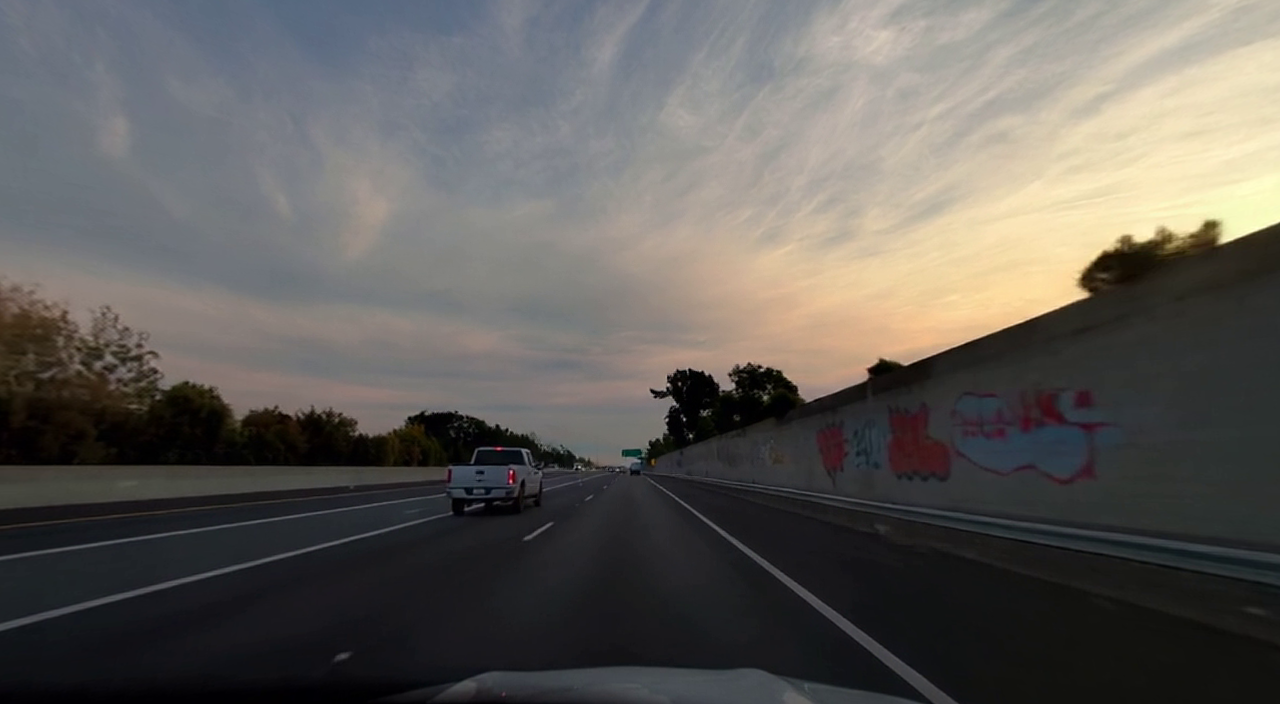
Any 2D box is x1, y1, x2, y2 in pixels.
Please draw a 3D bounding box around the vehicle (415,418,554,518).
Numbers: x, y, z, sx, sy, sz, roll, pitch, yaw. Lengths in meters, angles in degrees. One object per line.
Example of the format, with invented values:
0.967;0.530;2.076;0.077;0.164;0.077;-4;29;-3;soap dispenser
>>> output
-4.304;3.467;18.861;2.597;2.434;6.020;1;-11;0;vehicle
